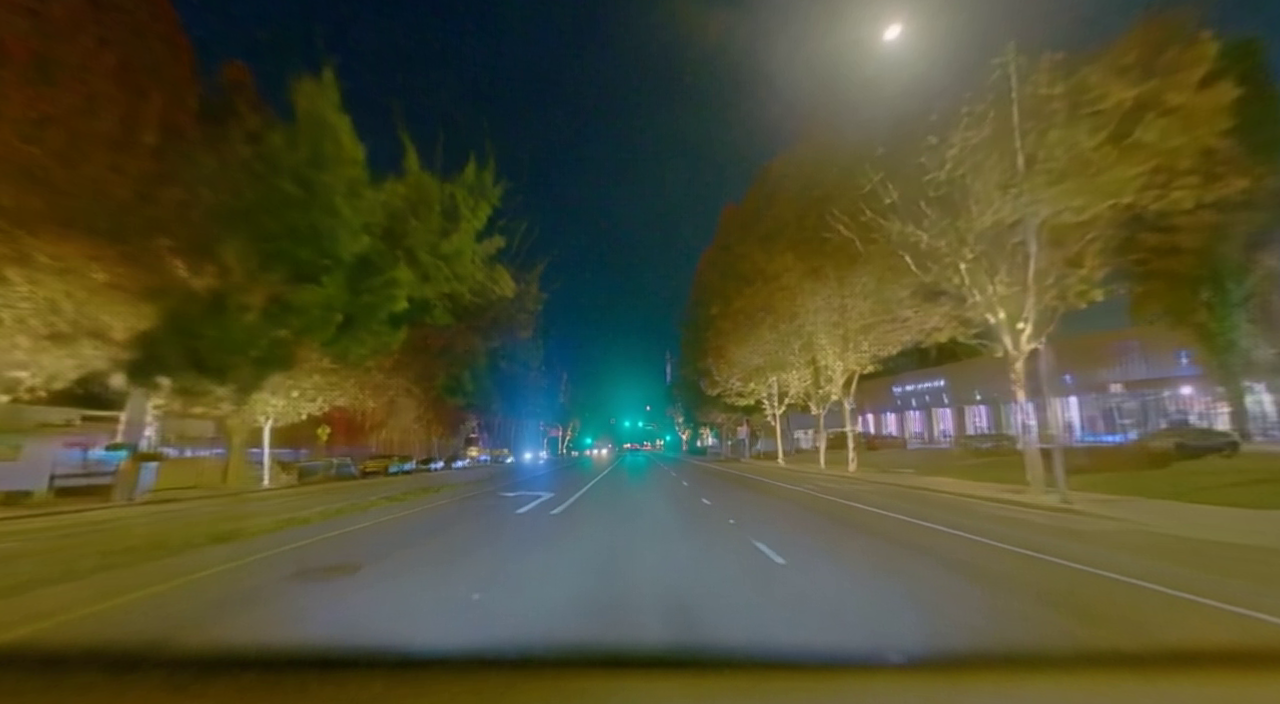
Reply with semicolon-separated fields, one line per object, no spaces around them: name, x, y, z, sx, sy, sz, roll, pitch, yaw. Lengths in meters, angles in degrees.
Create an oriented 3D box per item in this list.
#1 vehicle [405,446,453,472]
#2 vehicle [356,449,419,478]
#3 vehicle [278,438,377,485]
vehicle;-15.370;7.784;46.260;1.989;1.747;5.019;-1;-8;-3
vehicle;-15.436;6.791;38.902;1.892;1.624;4.645;0;-8;0
vehicle;-15.524;5.478;31.773;2.246;2.081;5.416;-2;-9;-1
